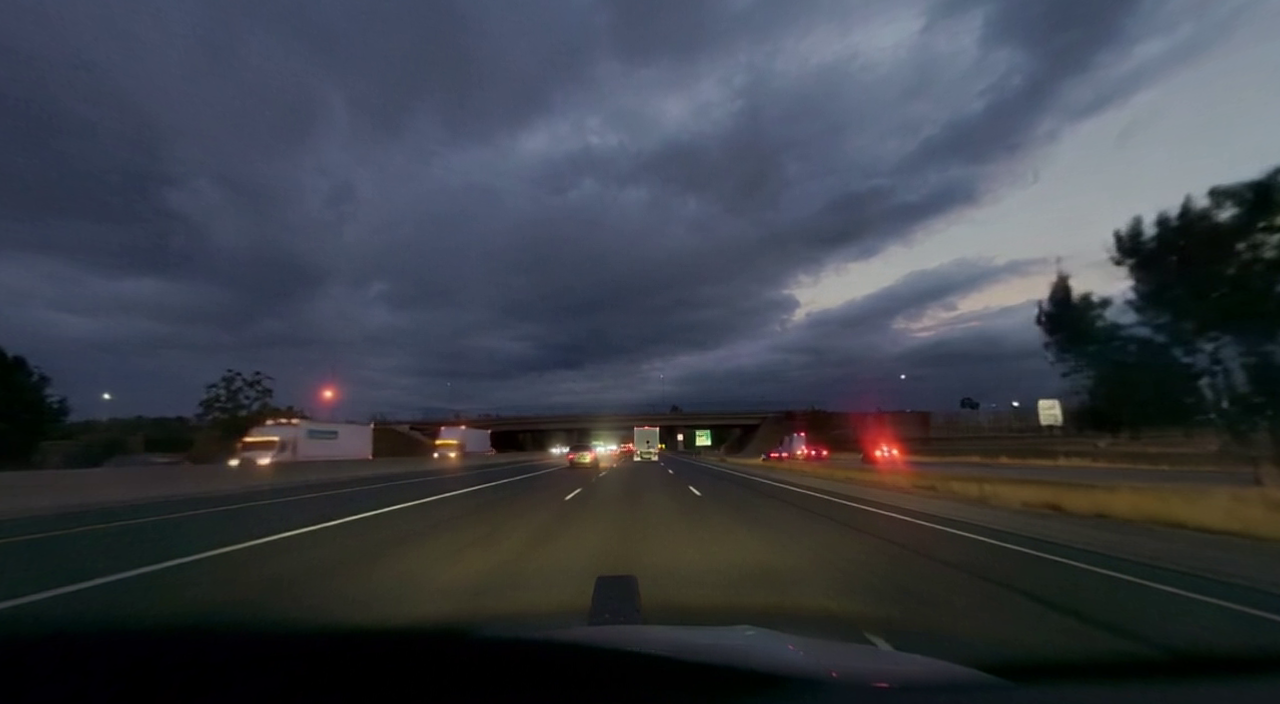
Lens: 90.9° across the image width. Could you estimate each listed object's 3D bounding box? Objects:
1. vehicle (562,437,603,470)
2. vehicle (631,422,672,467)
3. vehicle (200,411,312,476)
[{"bbox_3d":[-3.834,6.914,43.117,2.233,2.093,5.565,0,-9,0],"label":"vehicle"},{"bbox_3d":[0.755,7.023,47.607,2.790,3.075,7.414,0,-9,-1],"label":"vehicle"},{"bbox_3d":[-23.956,5.773,39.731,3.054,3.755,5.991,0,-9,0],"label":"vehicle"}]
